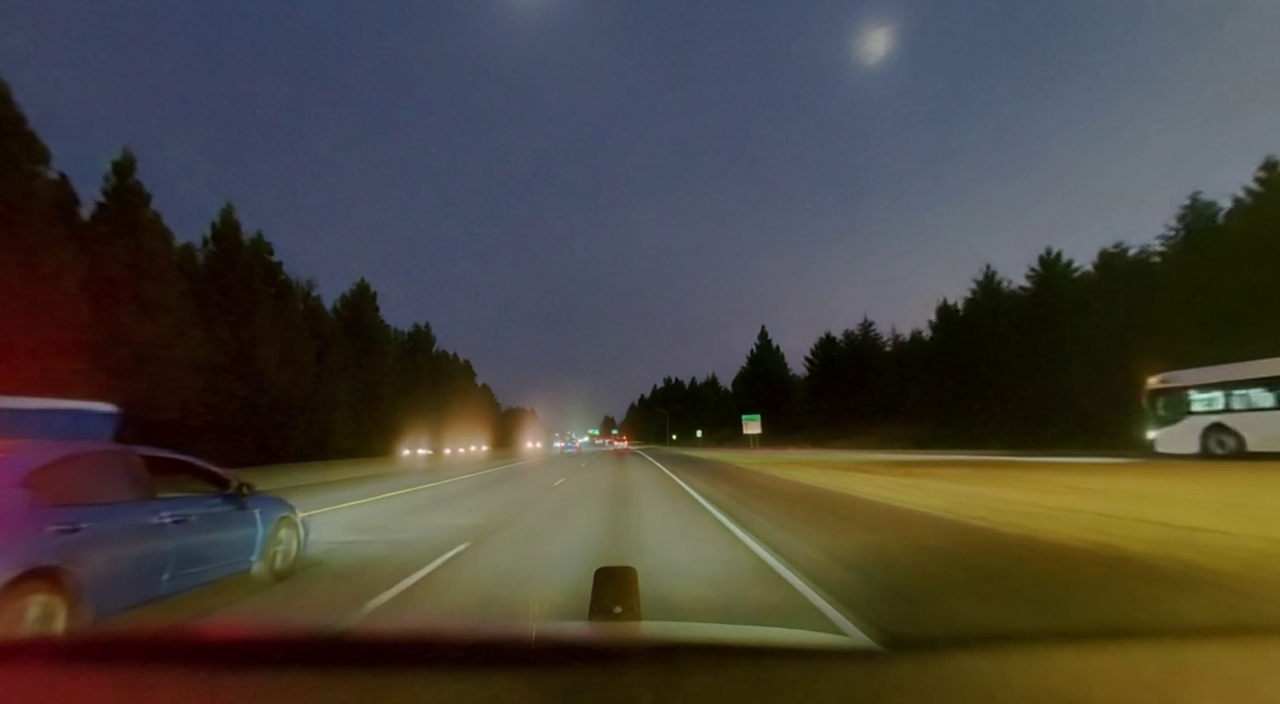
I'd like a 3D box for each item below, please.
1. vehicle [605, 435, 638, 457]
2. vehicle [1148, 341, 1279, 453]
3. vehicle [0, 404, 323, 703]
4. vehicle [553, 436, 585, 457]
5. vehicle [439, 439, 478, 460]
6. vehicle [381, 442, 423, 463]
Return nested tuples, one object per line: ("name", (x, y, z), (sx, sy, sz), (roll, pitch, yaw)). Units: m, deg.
("vehicle", (-1.270, 6.543, 44.109), (2.162, 1.460, 4.242), (0, -8, -1))
("vehicle", (24.100, 1.805, 24.189), (3.119, 3.973, 6.022), (-1, -9, -14))
("vehicle", (-4.091, 1.135, 4.076), (1.958, 1.477, 4.121), (0, -8, -1))
("vehicle", (-5.070, 6.752, 45.387), (1.907, 1.445, 4.049), (0, -8, -1))
("vehicle", (-13.462, 7.247, 47.023), (1.794, 1.453, 3.824), (0, -8, -1))
("vehicle", (-17.152, 7.210, 45.500), (1.686, 1.417, 3.443), (0, -8, 0))
